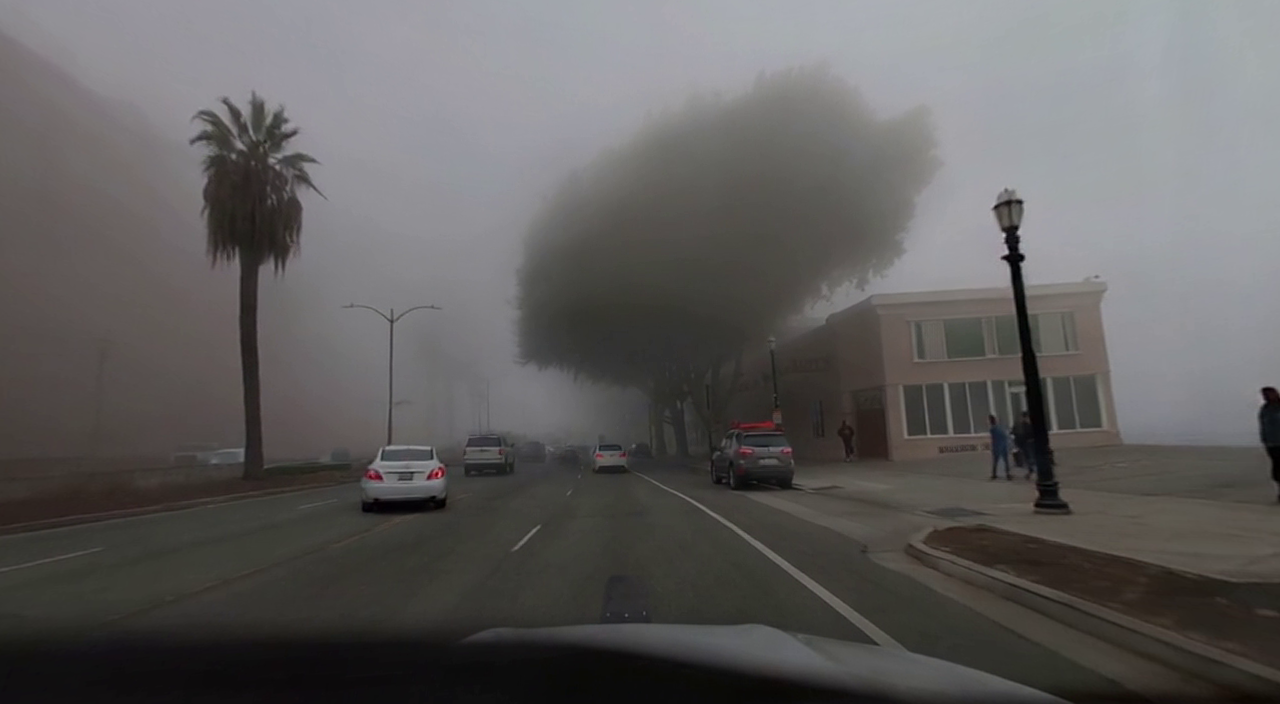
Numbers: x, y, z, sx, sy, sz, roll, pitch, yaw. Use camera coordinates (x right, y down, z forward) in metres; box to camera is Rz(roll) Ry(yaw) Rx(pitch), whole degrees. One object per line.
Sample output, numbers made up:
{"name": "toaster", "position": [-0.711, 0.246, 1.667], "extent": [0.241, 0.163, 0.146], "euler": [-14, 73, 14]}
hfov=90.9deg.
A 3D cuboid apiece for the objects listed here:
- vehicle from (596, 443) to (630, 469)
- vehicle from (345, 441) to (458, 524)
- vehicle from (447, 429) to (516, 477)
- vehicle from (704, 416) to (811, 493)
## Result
{"name": "vehicle", "position": [-1.740, 6.471, 39.348], "extent": [1.972, 1.473, 4.000], "euler": [0, -9, -4]}
{"name": "vehicle", "position": [-5.257, 2.756, 14.024], "extent": [1.930, 1.477, 4.657], "euler": [3, -9, -20]}
{"name": "vehicle", "position": [-7.415, 4.801, 30.094], "extent": [2.164, 2.047, 5.455], "euler": [0, -9, -3]}
{"name": "vehicle", "position": [3.601, 3.281, 20.479], "extent": [2.126, 2.167, 5.098], "euler": [0, -9, -4]}
